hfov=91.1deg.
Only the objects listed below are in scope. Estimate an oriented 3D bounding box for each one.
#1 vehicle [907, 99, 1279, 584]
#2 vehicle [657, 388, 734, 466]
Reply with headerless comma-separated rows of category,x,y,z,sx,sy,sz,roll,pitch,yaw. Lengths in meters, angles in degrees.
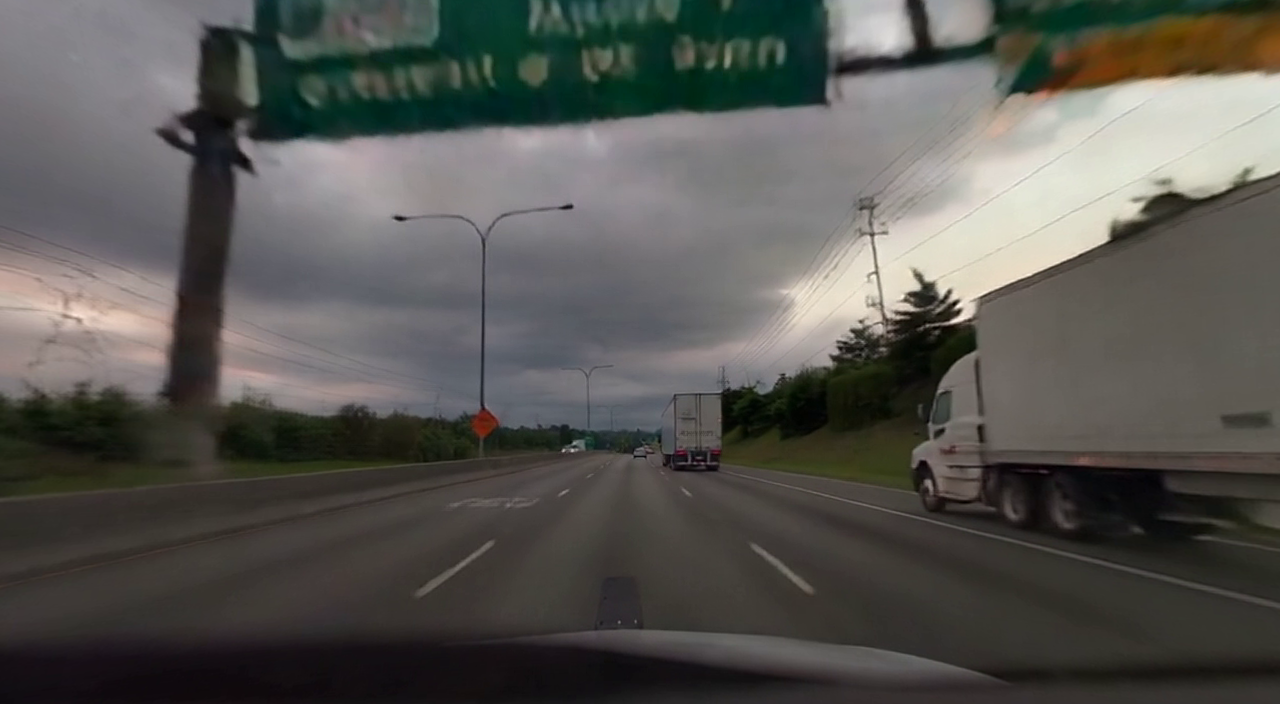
vehicle,7.248,-0.340,3.853,3.400,4.134,17.388,0,-9,-1
vehicle,3.090,5.157,41.212,3.202,4.046,17.146,0,-9,-1
